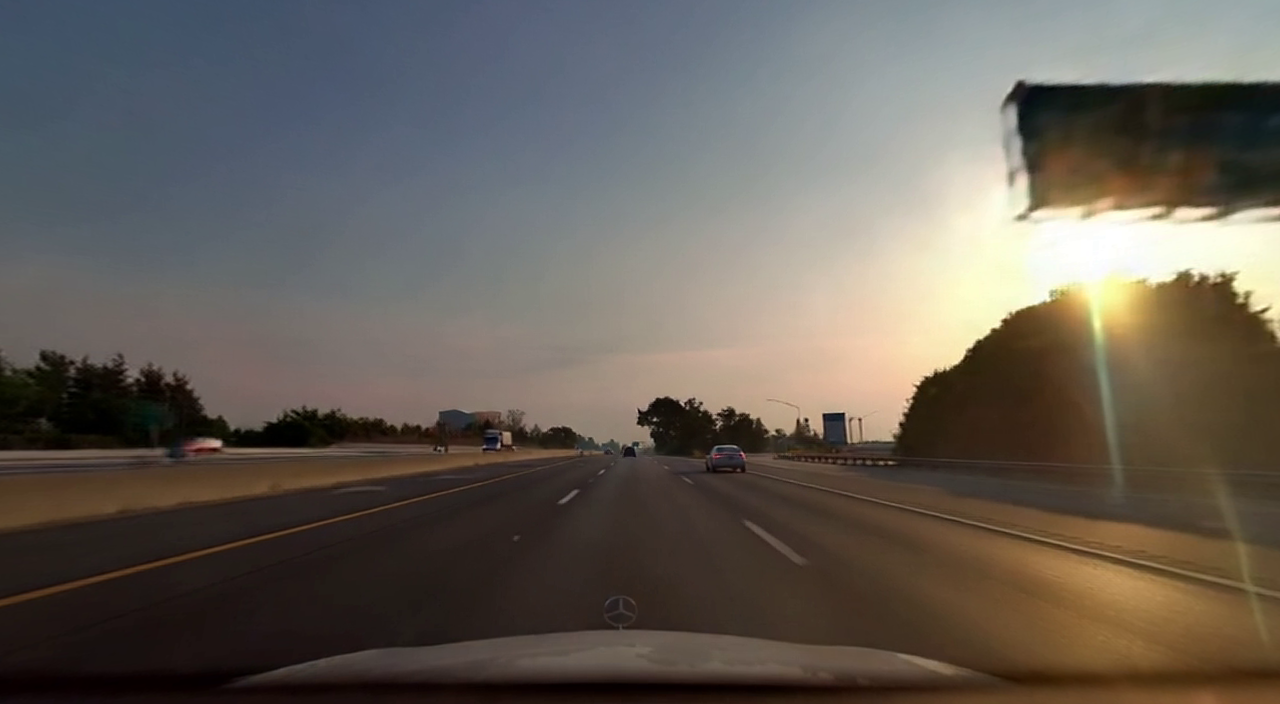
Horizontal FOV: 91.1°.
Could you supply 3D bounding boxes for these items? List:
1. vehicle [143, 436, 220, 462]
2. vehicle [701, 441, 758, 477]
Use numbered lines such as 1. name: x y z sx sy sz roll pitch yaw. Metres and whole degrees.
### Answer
1. vehicle: -33.345 7.088 45.914 2.004 1.820 4.685 -1 -9 0
2. vehicle: 4.105 5.030 29.622 1.984 1.540 3.973 0 -9 -2
